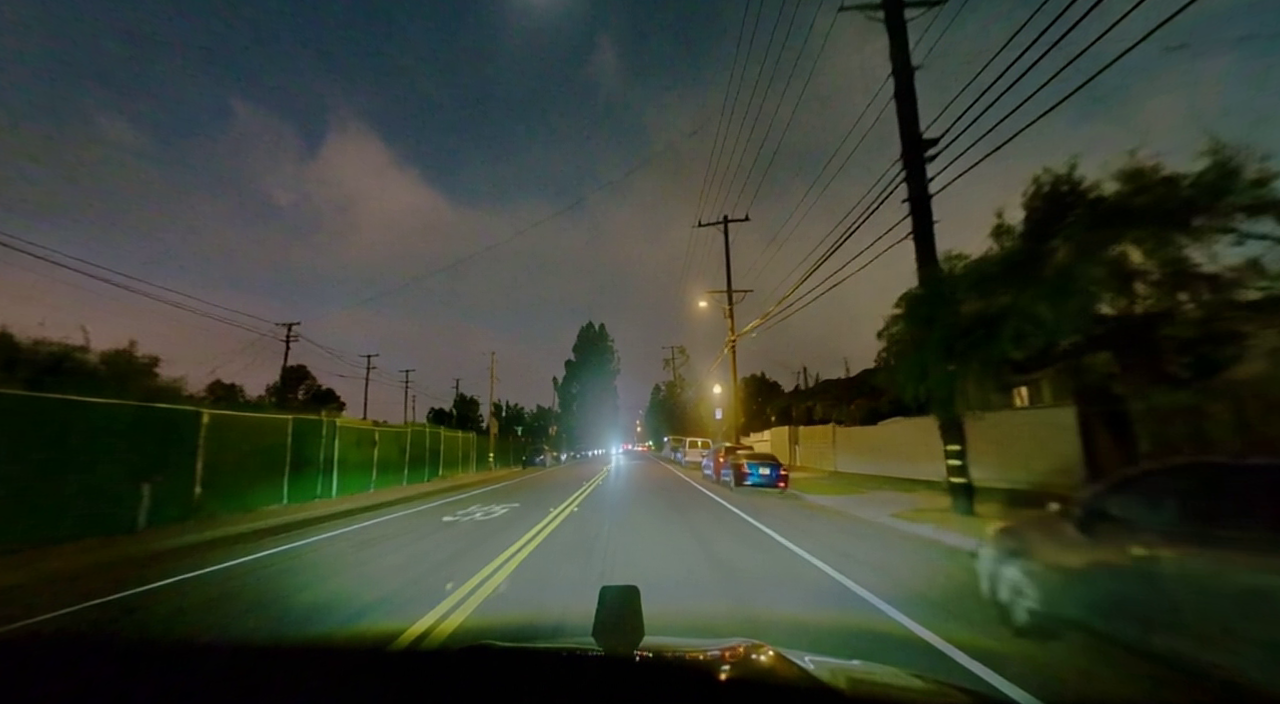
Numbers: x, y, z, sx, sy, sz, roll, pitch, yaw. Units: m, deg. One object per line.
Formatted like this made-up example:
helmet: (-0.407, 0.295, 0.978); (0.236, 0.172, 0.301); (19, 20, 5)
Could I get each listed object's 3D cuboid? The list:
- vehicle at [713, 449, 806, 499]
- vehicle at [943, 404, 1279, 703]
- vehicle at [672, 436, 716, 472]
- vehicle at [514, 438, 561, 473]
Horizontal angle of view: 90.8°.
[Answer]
vehicle: (3.515, 3.648, 19.365); (1.984, 1.342, 4.066); (0, -9, -1)
vehicle: (3.544, 1.016, 2.815); (2.029, 1.513, 4.577); (0, -9, -1)
vehicle: (3.175, 6.188, 38.392); (2.053, 2.005, 5.495); (0, -9, -1)
vehicle: (-6.805, 6.888, 42.491); (2.268, 2.154, 5.321); (0, -8, 0)
